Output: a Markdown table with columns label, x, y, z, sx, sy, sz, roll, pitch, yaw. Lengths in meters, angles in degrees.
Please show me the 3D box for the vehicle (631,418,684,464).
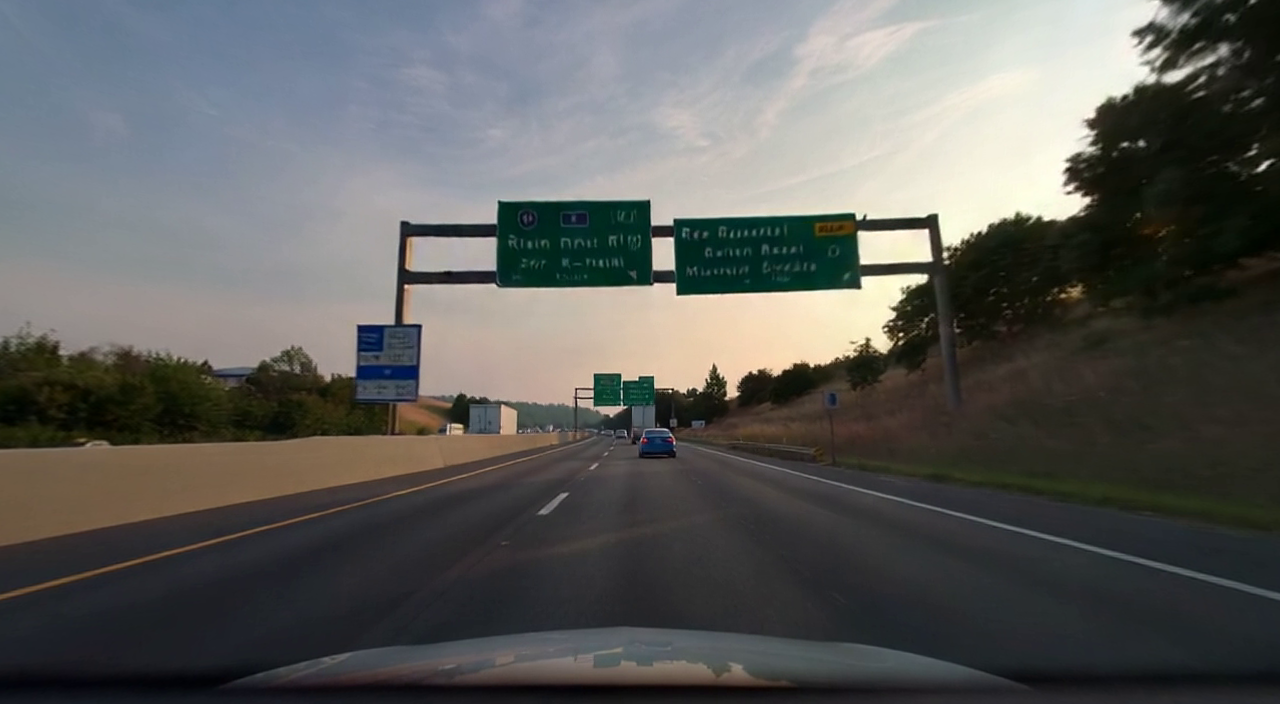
| label | x | y | z | sx | sy | sz | roll | pitch | yaw |
| --- | --- | --- | --- | --- | --- | --- | --- | --- | --- |
| vehicle | 0.701 | 4.044 | 28.712 | 2.076 | 1.914 | 4.287 | 0 | -8 | -3 |
